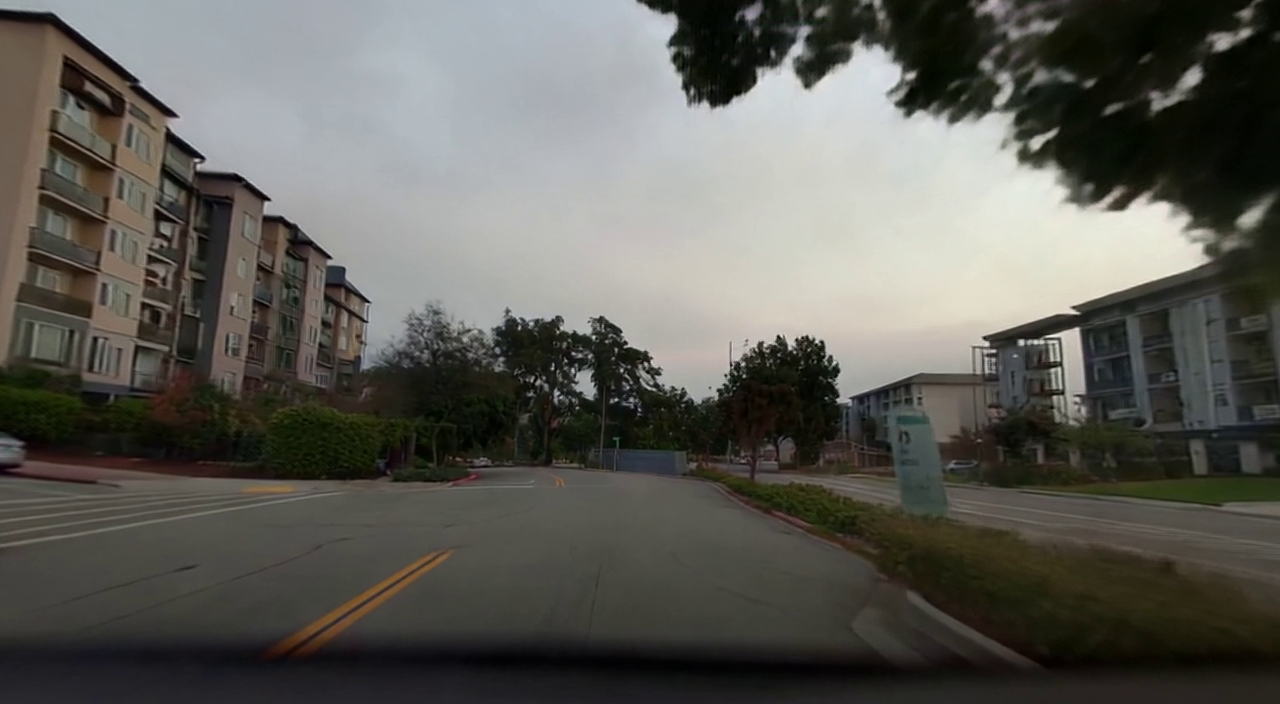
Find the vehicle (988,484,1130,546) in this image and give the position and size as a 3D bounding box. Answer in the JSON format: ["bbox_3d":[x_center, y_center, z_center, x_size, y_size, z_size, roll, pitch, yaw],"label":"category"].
[{"bbox_3d":[16.843,6.524,25.803,2.144,1.939,4.973,0,-9,-3],"label":"vehicle"}]
